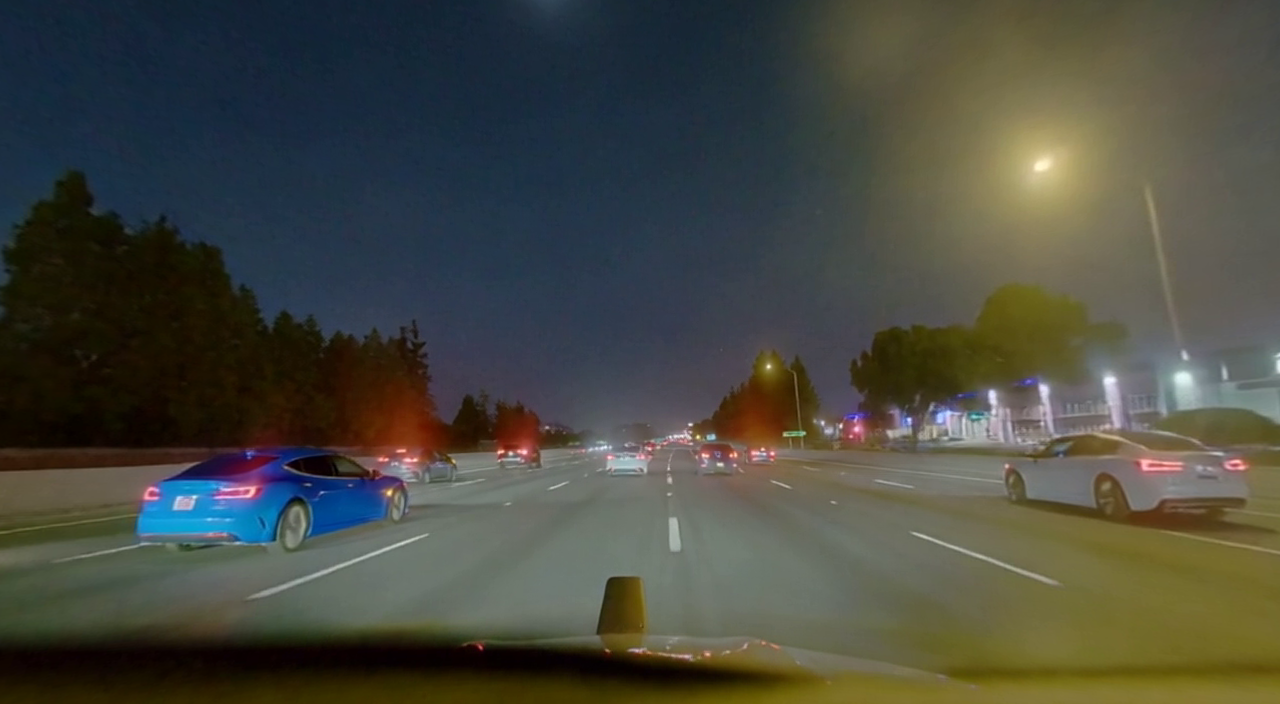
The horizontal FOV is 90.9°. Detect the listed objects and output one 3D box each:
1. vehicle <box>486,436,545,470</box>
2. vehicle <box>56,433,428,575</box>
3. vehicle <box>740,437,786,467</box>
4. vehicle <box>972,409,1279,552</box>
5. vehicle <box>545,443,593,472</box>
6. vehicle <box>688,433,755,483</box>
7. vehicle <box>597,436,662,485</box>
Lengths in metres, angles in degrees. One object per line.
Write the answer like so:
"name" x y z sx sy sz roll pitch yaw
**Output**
"vehicle" -7.318 6.001 37.618 2.187 1.851 5.085 -1 -8 4
"vehicle" -5.016 1.950 9.037 2.116 1.473 4.644 -1 -8 4
"vehicle" 7.827 6.378 40.466 2.071 1.754 4.484 -1 -8 1
"vehicle" 7.767 1.940 10.294 1.960 1.726 5.016 0 -8 1
"vehicle" -3.797 5.683 34.374 1.886 1.455 4.148 -1 -8 3
"vehicle" 3.025 4.031 24.323 2.114 1.715 4.136 -1 -8 2
"vehicle" -0.294 4.004 23.649 2.102 1.624 4.257 -1 -8 3
